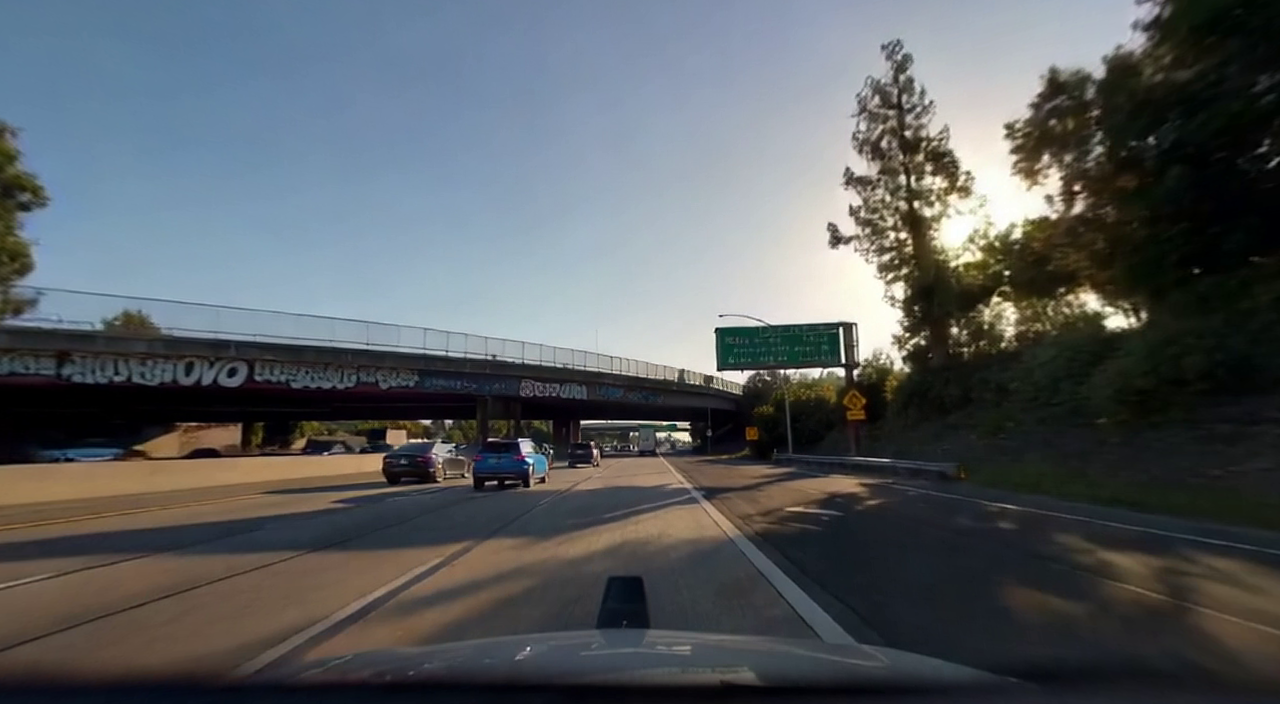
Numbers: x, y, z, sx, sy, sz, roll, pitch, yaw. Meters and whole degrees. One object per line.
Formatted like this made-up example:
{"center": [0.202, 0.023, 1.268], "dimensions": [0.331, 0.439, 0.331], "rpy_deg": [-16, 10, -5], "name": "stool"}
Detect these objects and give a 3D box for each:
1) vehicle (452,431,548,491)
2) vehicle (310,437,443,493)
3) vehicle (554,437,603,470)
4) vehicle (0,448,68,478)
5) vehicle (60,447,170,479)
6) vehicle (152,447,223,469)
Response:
{"center": [-4.189, 3.323, 19.450], "dimensions": [1.969, 1.633, 3.962], "rpy_deg": [1, -9, 1], "name": "vehicle"}
{"center": [-7.746, 3.353, 19.056], "dimensions": [1.917, 1.449, 4.727], "rpy_deg": [1, -9, 1], "name": "vehicle"}
{"center": [-3.314, 5.575, 34.608], "dimensions": [2.154, 1.693, 4.394], "rpy_deg": [1, -9, 1], "name": "vehicle"}
{"center": [-35.104, 6.172, 35.062], "dimensions": [1.876, 1.525, 4.675], "rpy_deg": [1, -9, 0], "name": "vehicle"}
{"center": [-27.627, 5.805, 33.239], "dimensions": [1.879, 1.550, 4.421], "rpy_deg": [0, -9, 1], "name": "vehicle"}
{"center": [-34.704, 8.118, 48.322], "dimensions": [1.856, 1.611, 4.750], "rpy_deg": [0, -9, 1], "name": "vehicle"}
